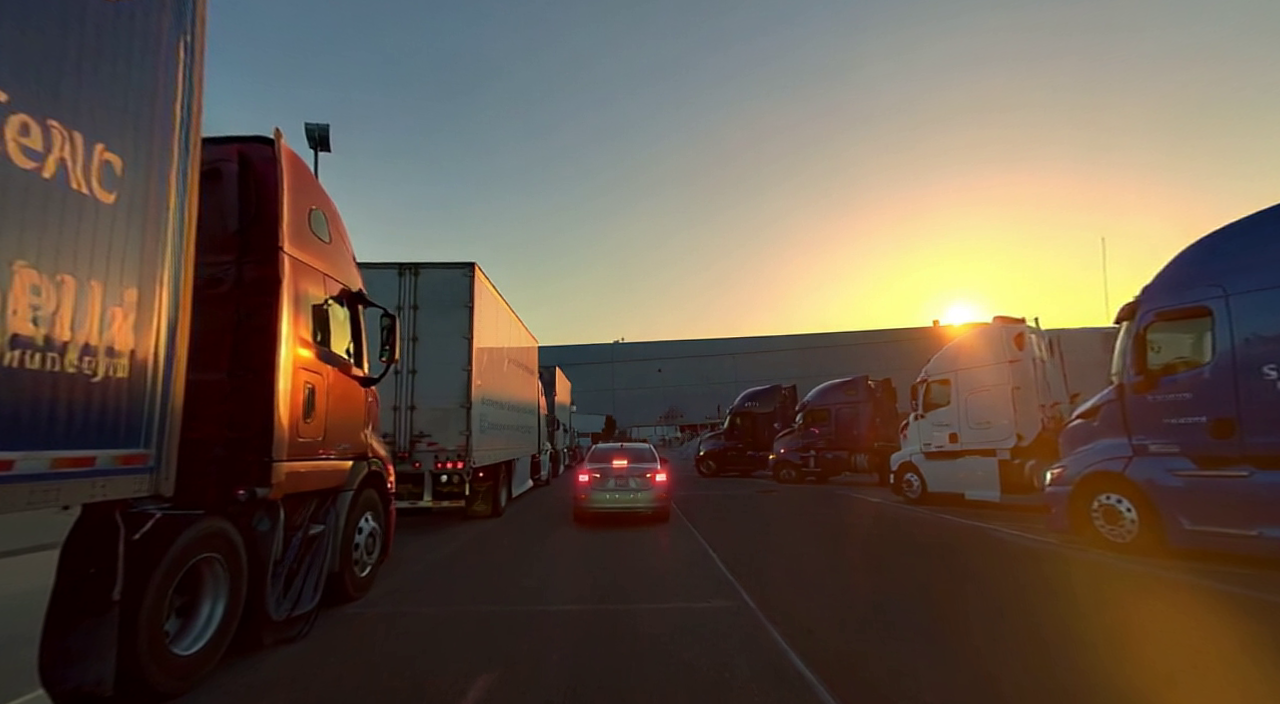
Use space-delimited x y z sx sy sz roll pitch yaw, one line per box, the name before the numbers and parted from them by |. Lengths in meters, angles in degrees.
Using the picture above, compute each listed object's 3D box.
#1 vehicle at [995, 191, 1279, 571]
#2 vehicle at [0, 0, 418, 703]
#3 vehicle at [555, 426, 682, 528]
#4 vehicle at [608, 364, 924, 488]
vehicle | 11.153 -0.041 5.242 13.564 4.152 3.110 -9 -12 42
vehicle | -3.967 0.147 2.576 2.986 3.391 9.523 0 -9 -2
vehicle | -0.379 2.410 12.604 2.140 1.682 3.971 0 -9 0
vehicle | 4.276 3.334 27.231 2.877 4.124 14.516 4 -9 -41
